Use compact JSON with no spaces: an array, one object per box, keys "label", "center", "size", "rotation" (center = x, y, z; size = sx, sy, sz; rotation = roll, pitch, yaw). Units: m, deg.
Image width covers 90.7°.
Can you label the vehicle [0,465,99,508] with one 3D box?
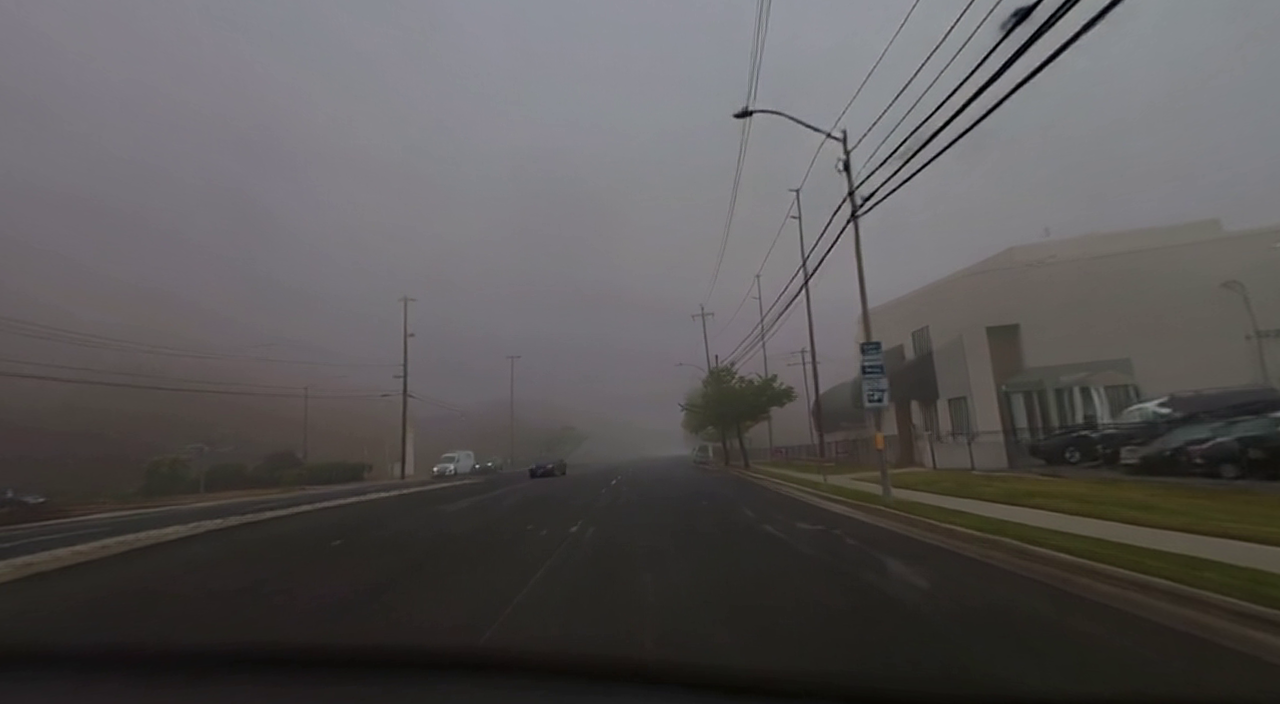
[{"label":"vehicle","center":[-32.023,7.115,33.324],"size":[4.902,1.635,2.098],"rotation":[-6,-8,-15]}]
